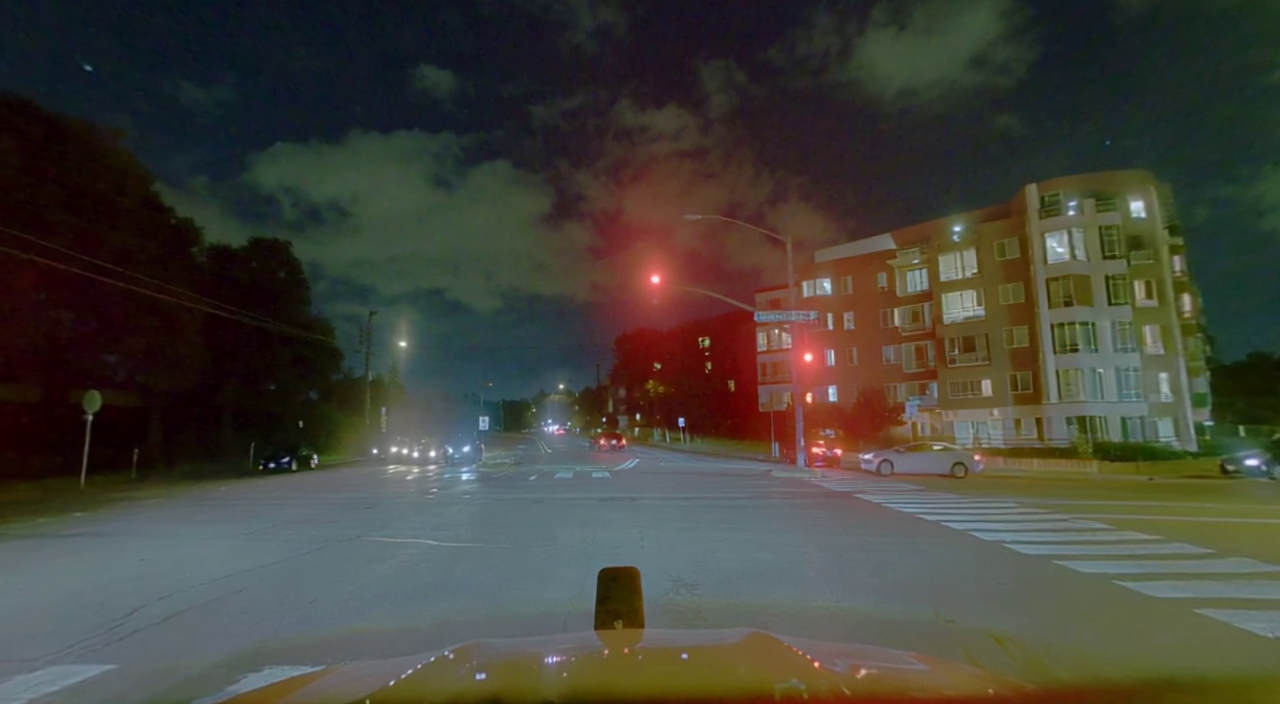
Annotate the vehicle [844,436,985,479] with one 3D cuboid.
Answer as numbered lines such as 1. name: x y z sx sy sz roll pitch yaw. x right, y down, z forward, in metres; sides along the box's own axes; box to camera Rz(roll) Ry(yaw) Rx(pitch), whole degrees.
1. vehicle: 11.069 4.253 25.672 4.790 1.571 2.073 -7 -11 39

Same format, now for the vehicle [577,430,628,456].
1. vehicle: -2.597 6.212 42.864 1.993 1.664 4.424 4 -10 -23

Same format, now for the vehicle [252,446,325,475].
1. vehicle: -21.060 6.506 38.092 1.981 1.628 4.336 0 -9 -1

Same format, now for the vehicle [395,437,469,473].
1. vehicle: -9.678 4.831 29.752 2.116 1.521 4.294 0 -9 -2

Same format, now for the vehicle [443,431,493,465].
1. vehicle: -9.764 5.500 36.157 1.910 1.818 4.057 0 -9 -3
